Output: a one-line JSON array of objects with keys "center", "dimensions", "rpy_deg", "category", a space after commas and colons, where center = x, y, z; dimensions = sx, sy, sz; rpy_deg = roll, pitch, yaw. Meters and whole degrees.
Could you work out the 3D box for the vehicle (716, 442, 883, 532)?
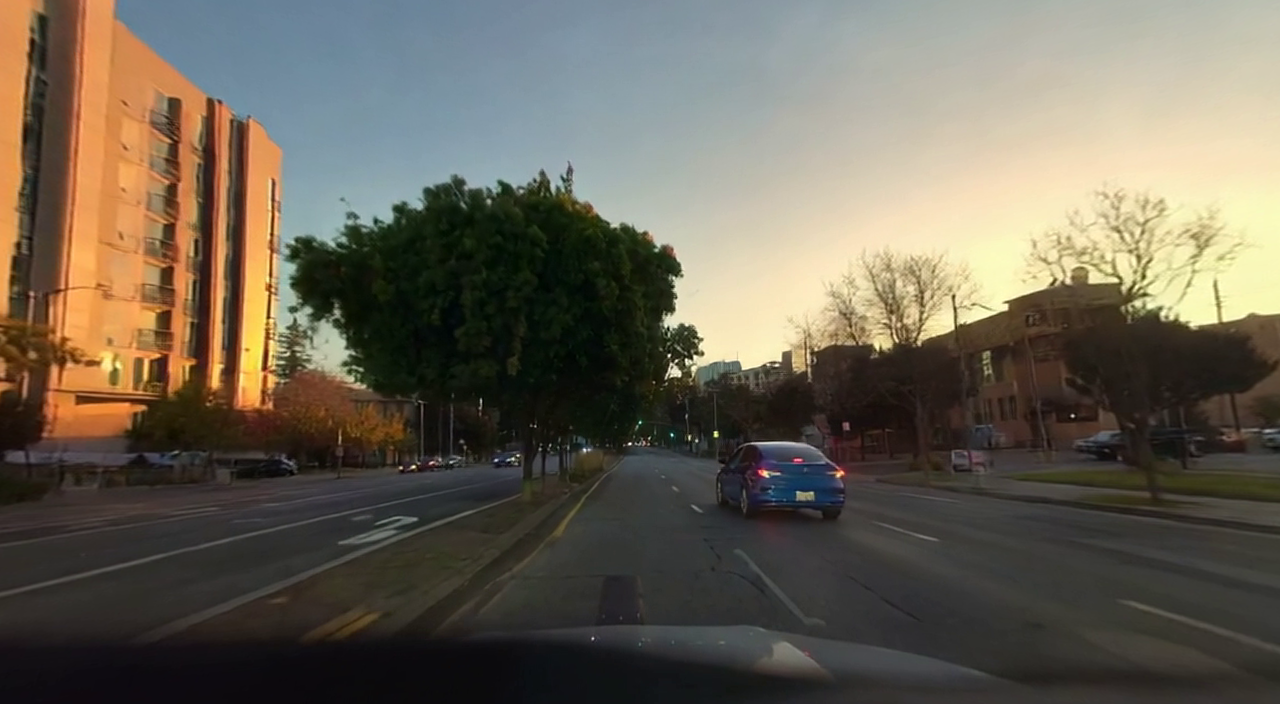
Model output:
[{"center": [2.901, 2.570, 12.736], "dimensions": [2.015, 1.455, 4.615], "rpy_deg": [0, -9, -2], "category": "vehicle"}]
